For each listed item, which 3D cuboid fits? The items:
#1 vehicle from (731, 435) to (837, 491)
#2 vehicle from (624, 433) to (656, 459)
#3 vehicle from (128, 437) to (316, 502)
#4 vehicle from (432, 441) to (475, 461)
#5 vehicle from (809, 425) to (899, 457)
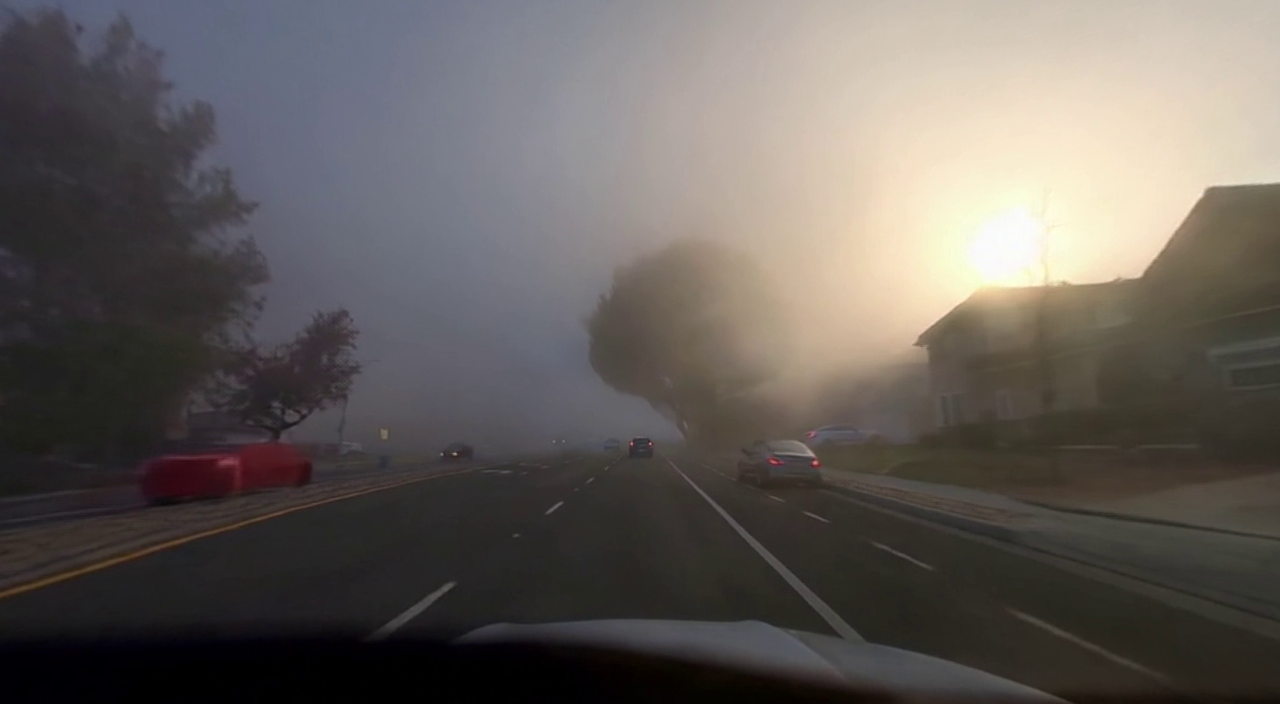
[{"bbox_3d":[4.252,3.355,19.501,2.080,1.469,4.898,0,-8,-1],"label":"vehicle"},{"bbox_3d":[0.044,6.259,42.095,2.024,1.655,4.301,0,-8,0],"label":"vehicle"},{"bbox_3d":[-11.156,3.141,17.339,1.992,1.518,4.592,-1,-8,1],"label":"vehicle"},{"bbox_3d":[-14.069,7.476,47.792,1.937,1.386,4.354,-1,-8,1],"label":"vehicle"},{"bbox_3d":[11.515,4.820,34.157,4.230,1.551,1.801,-2,-8,4],"label":"vehicle"}]
